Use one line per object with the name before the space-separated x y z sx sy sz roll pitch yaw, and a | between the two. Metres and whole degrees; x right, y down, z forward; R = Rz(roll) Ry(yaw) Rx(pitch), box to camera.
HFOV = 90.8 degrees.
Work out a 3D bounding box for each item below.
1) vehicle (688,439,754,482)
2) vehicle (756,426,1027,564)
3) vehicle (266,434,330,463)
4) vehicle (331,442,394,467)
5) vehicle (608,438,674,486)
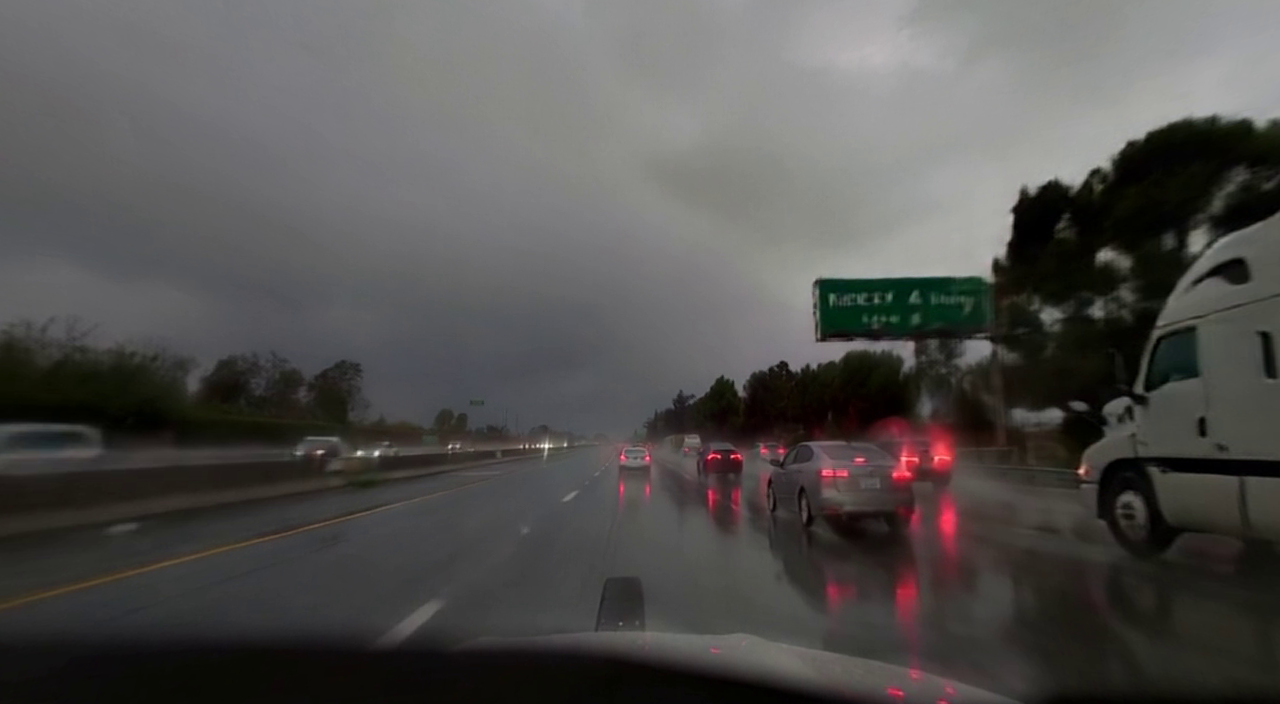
vehicle | 3.039 4.164 24.562 1.856 1.517 4.198 0 -9 -2
vehicle | 3.235 1.947 9.450 1.993 1.504 4.781 0 -9 -1
vehicle | -25.603 7.253 47.452 2.245 2.020 4.578 0 -9 -1
vehicle | -17.800 6.610 40.780 1.935 1.491 4.689 0 -9 0
vehicle | 0.014 3.796 22.089 2.098 1.475 3.997 0 -9 -1
